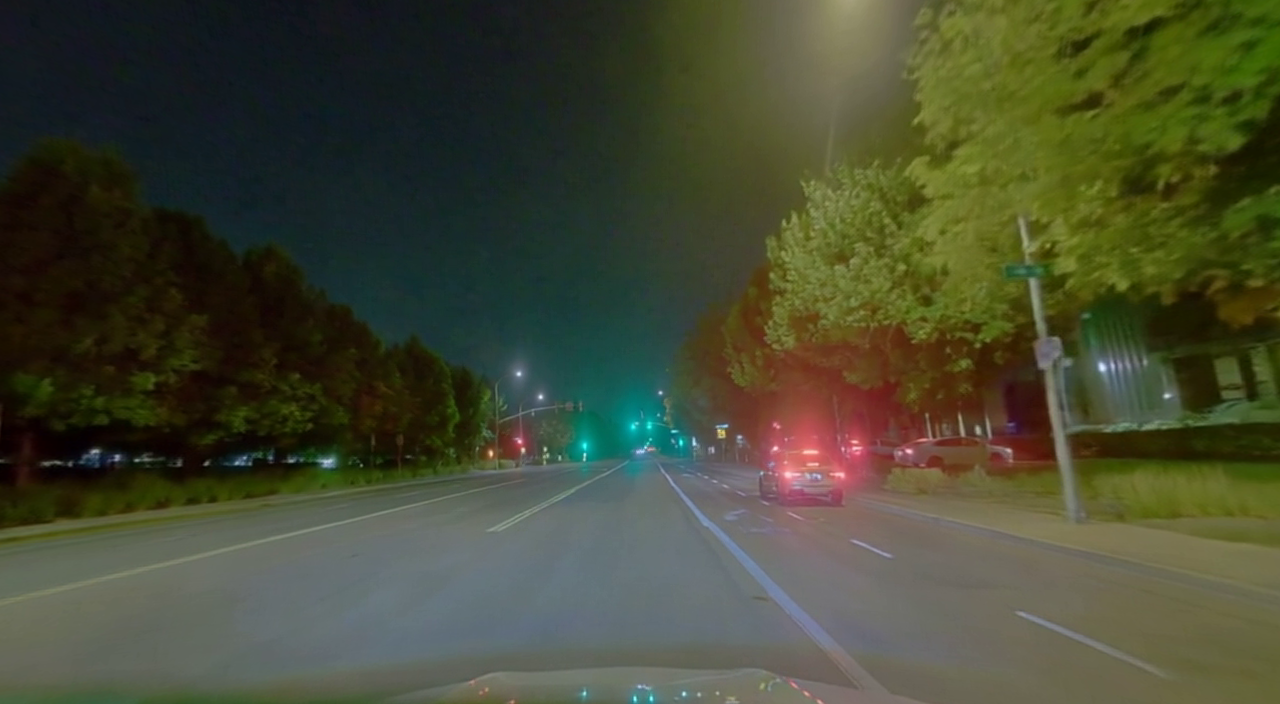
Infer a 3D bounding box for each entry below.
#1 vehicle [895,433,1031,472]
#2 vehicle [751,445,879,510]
[{"bbox_3d":[12.439,3.901,24.483,4.227,1.451,1.874,0,-9,2],"label":"vehicle"},{"bbox_3d":[4.363,3.201,16.583,2.006,1.448,4.671,0,-9,0],"label":"vehicle"}]
